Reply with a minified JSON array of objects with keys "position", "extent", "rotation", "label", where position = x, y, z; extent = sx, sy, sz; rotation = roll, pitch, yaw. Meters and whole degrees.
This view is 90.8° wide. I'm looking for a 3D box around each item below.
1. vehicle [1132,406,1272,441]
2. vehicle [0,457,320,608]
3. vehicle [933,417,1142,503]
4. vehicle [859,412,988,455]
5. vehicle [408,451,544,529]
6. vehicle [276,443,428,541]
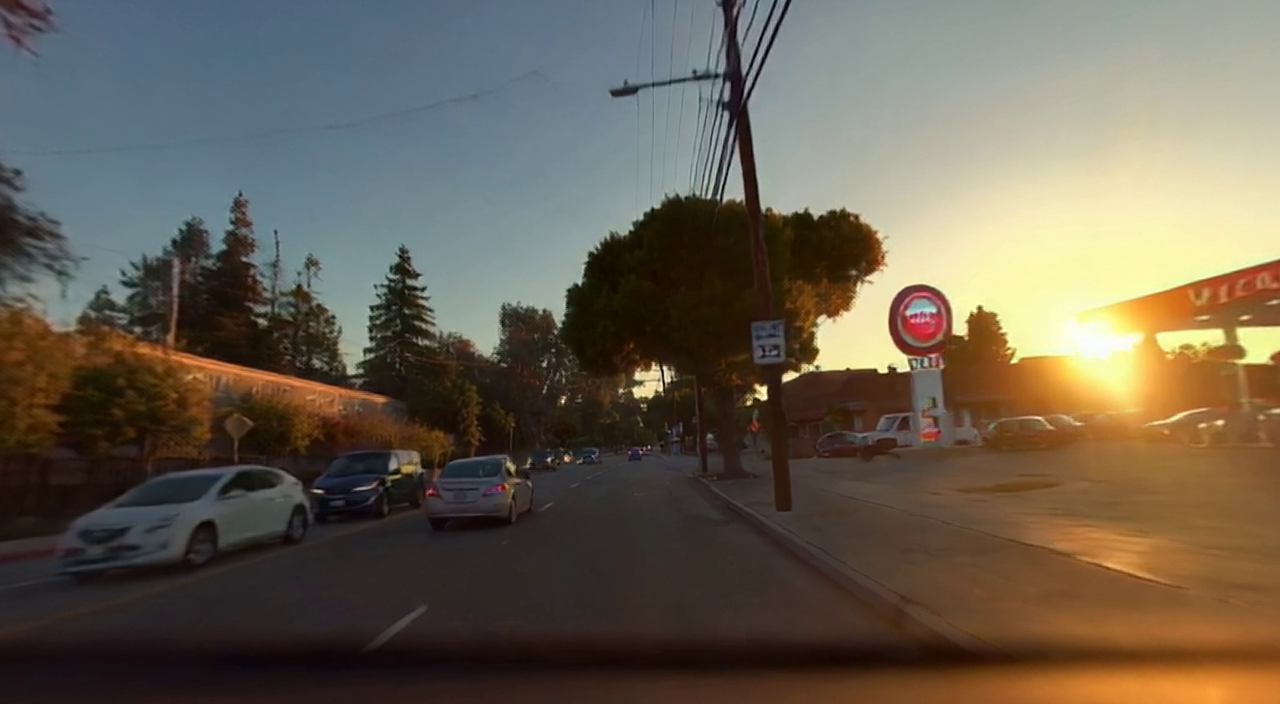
[{"position":[27.008,3.529,30.511],"extent":[1.855,1.501,4.657],"rotation":[6,-11,-37],"label":"vehicle"},{"position":[-6.699,2.361,9.216],"extent":[1.863,1.506,4.597],"rotation":[-3,-9,-3],"label":"vehicle"},{"position":[7.912,2.098,12.533],"extent":[4.000,1.440,1.746],"rotation":[5,-10,-30],"label":"vehicle"},{"position":[13.903,4.065,31.311],"extent":[5.266,2.021,2.329],"rotation":[-1,-9,4],"label":"vehicle"},{"position":[-3.485,2.996,14.360],"extent":[1.943,1.455,4.414],"rotation":[0,-9,-1],"label":"vehicle"},{"position":[-6.876,3.282,15.616],"extent":[1.855,1.721,4.329],"rotation":[-10,-7,-5],"label":"vehicle"}]
